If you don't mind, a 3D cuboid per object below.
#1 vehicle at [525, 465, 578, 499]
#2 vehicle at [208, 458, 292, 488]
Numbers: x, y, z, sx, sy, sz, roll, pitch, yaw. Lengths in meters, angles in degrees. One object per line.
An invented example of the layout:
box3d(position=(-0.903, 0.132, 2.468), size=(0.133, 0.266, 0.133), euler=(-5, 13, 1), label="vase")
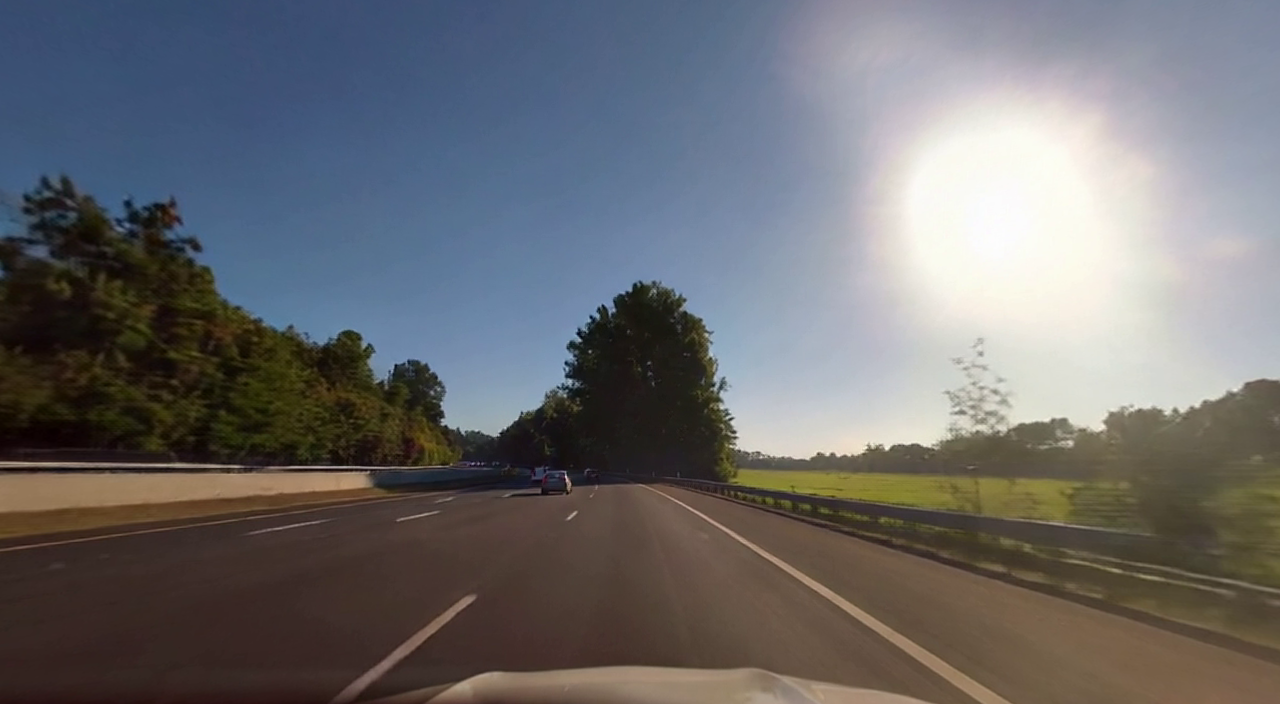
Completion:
box3d(position=(-4.394, 6.544, 31.977), size=(2.115, 1.546, 4.638), euler=(1, -10, -2), label="vehicle")
box3d(position=(-21.514, 6.689, 34.988), size=(2.038, 1.509, 4.205), euler=(1, -10, -2), label="vehicle")
